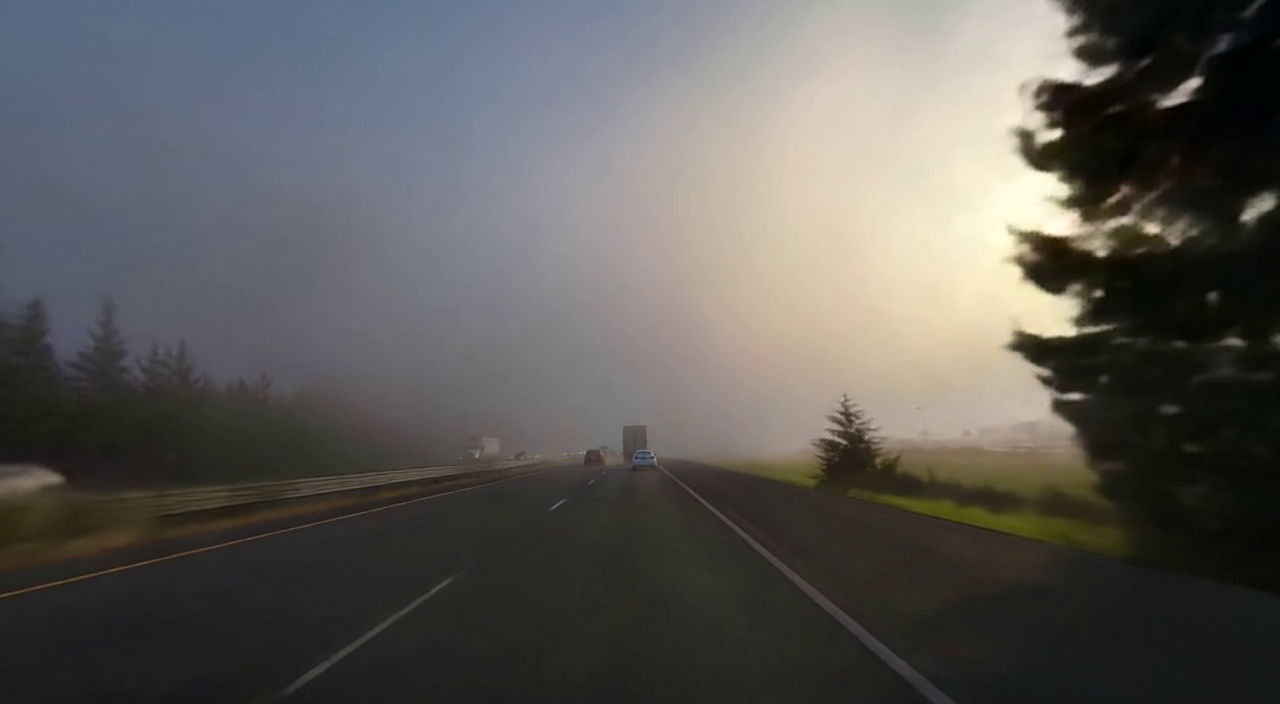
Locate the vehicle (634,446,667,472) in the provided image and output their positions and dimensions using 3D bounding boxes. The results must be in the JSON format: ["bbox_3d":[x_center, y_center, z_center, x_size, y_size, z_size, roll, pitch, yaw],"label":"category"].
[{"bbox_3d":[0.627,7.032,41.653,1.992,1.593,3.937,0,-9,-1],"label":"vehicle"}]
